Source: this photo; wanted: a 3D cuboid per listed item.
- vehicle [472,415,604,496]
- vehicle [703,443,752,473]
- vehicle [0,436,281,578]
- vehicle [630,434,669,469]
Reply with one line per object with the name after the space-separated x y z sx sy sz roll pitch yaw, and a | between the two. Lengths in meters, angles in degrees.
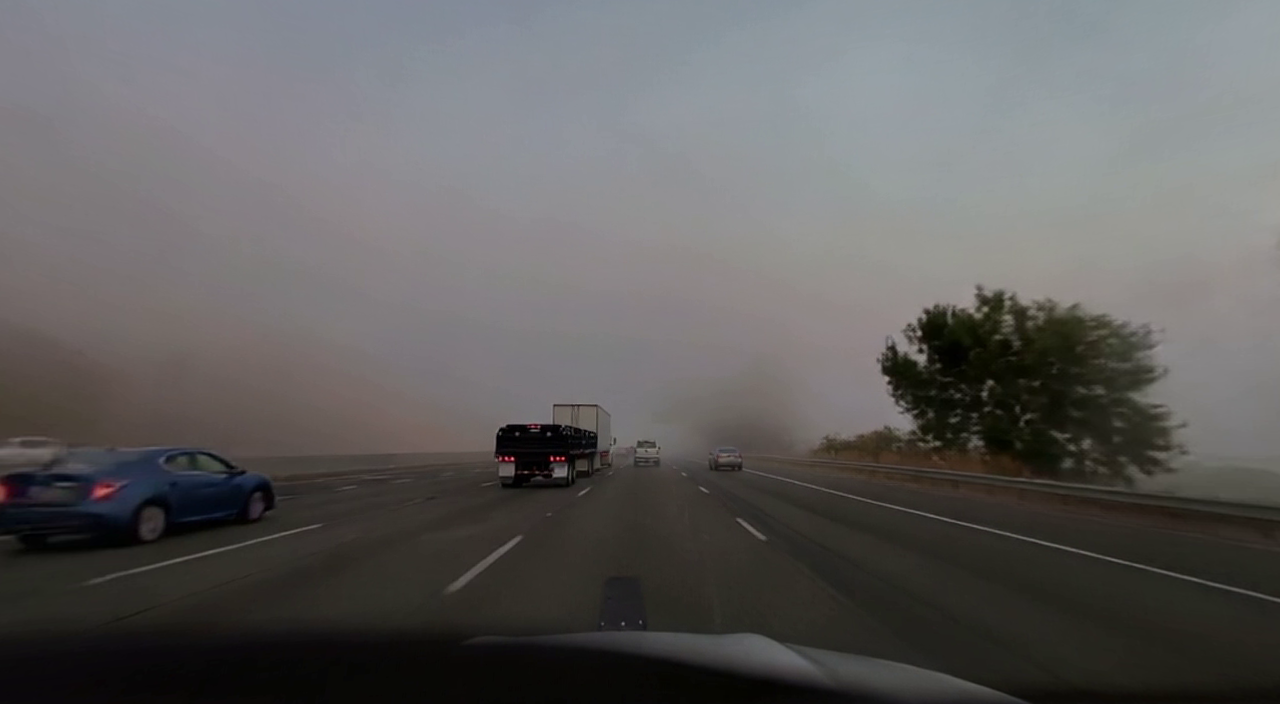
-3.483 4.276 26.866 2.854 2.379 16.653 0 -8 0 | vehicle
4.645 5.682 33.981 1.993 1.474 4.230 0 -8 0 | vehicle
-7.411 1.947 8.856 1.965 1.437 4.592 0 -8 1 | vehicle
0.602 6.281 39.978 2.309 2.023 5.130 0 -8 1 | vehicle
